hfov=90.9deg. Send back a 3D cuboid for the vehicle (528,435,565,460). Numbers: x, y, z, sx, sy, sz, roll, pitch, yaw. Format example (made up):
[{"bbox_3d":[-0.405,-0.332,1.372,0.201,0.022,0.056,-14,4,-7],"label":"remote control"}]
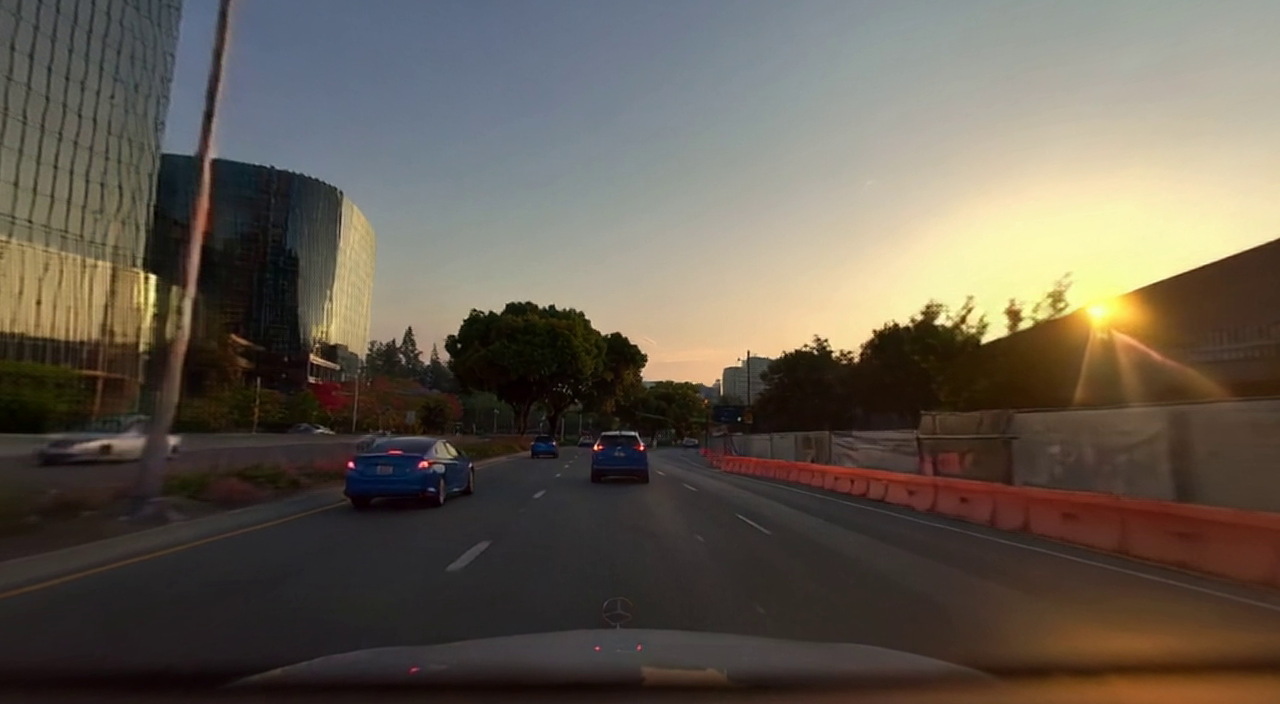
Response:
[{"bbox_3d":[-5.891,6.023,40.110,1.888,1.486,4.310,0,-8,-3],"label":"vehicle"}]

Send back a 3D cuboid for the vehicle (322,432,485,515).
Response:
[{"bbox_3d":[-4.529,2.343,12.791,1.848,1.406,4.013,0,-8,-2],"label":"vehicle"}]

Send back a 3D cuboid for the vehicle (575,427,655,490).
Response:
[{"bbox_3d":[-0.569,2.780,16.822,1.913,1.499,3.581,0,-8,1],"label":"vehicle"}]

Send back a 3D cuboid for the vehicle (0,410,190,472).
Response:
[{"bbox_3d":[-15.012,2.471,17.653,1.799,1.531,4.133,0,-8,-2],"label":"vehicle"}]
